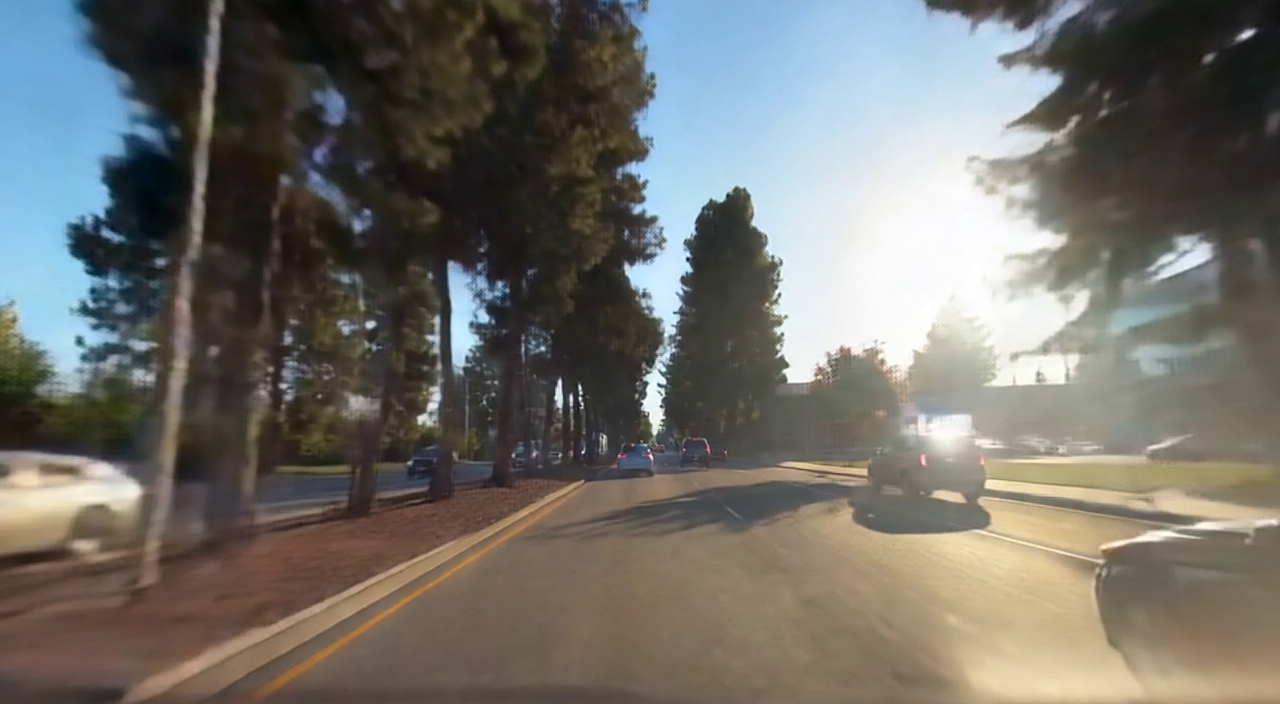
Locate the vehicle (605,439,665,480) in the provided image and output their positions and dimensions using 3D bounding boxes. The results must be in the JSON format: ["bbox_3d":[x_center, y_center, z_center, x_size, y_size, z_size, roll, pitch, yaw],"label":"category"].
[{"bbox_3d":[-0.163,4.493,26.479,2.315,1.563,4.080,0,-9,1],"label":"vehicle"}]

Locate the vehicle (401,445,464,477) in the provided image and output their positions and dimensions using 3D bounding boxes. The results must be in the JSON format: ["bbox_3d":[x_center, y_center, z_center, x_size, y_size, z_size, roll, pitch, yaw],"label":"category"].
[{"bbox_3d":[-11.922,6.285,36.418,2.021,1.712,4.469,0,-9,2],"label":"vehicle"}]

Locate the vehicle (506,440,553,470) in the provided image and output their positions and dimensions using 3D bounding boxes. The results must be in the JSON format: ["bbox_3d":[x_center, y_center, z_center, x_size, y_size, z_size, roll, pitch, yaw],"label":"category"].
[{"bbox_3d":[-7.748,7.266,44.554,2.262,1.920,5.604,0,-9,1],"label":"vehicle"}]

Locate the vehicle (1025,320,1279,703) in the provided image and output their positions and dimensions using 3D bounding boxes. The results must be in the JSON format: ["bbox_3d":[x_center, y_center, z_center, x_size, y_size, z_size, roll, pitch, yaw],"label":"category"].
[{"bbox_3d":[3.484,0.652,1.635,2.090,1.763,4.560,0,-9,1],"label":"vehicle"}]

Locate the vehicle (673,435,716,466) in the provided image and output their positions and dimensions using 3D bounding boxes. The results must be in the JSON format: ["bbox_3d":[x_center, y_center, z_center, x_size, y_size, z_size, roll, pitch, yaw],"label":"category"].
[{"bbox_3d":[3.994,7.335,46.810,2.716,2.131,5.766,0,-9,0],"label":"vehicle"}]

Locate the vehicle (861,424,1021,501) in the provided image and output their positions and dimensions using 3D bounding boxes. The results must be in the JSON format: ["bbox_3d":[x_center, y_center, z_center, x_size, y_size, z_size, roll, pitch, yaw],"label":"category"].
[{"bbox_3d":[7.781,2.907,16.844,2.090,1.768,4.407,0,-9,0],"label":"vehicle"}]

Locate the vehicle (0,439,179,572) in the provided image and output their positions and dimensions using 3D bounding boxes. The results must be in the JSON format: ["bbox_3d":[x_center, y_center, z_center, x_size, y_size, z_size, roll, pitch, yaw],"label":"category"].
[{"bbox_3d":[-8.764,1.922,8.028,2.082,1.588,4.710,0,-9,1],"label":"vehicle"}]
